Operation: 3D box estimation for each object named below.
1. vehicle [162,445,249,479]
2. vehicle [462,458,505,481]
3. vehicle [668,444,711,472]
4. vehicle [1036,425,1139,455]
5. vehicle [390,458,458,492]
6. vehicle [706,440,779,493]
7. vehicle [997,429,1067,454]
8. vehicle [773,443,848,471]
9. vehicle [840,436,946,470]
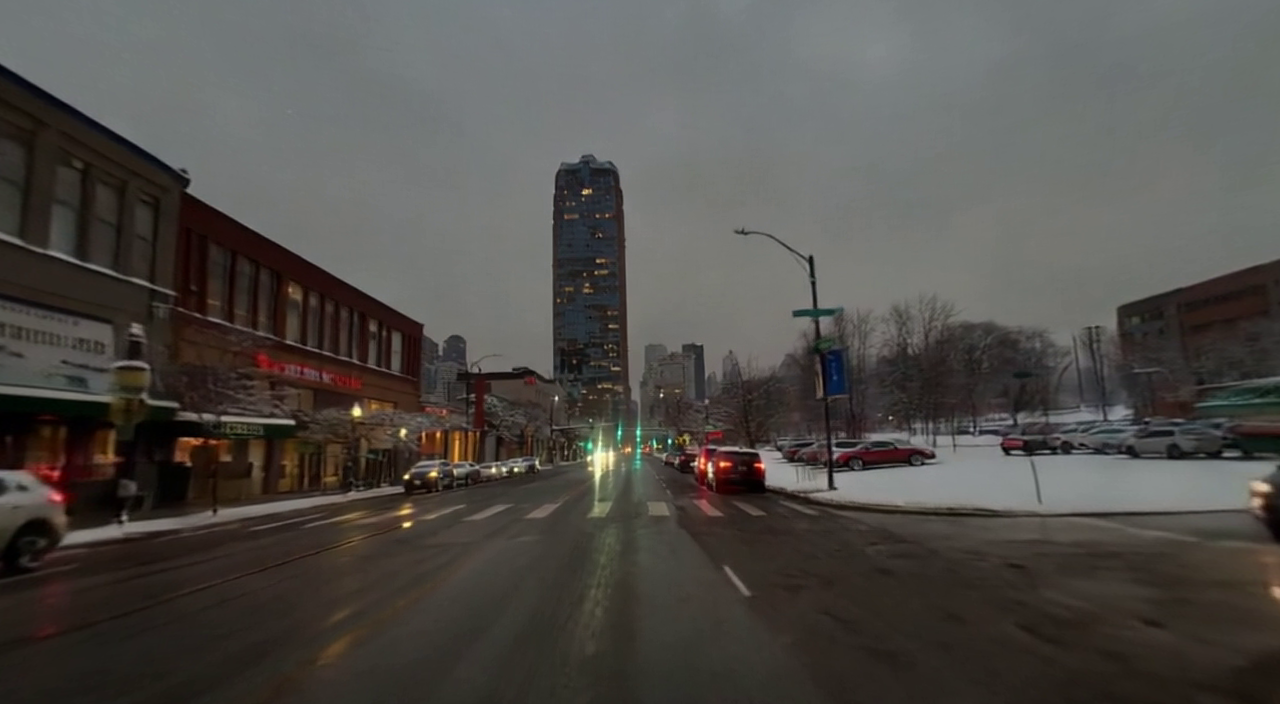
[{"bbox_3d":[-22.525,5.697,32.973,1.778,1.639,4.019,0,-9,-3],"label":"vehicle"},{"bbox_3d":[-10.945,8.241,44.490,1.861,1.473,4.633,0,-9,-1],"label":"vehicle"},{"bbox_3d":[3.536,7.747,46.562,2.492,1.909,5.830,0,-9,-2],"label":"vehicle"},{"bbox_3d":[27.134,5.368,38.428,4.579,1.735,2.092,0,-9,0],"label":"vehicle"},{"bbox_3d":[-10.996,6.270,32.544,2.018,1.553,4.407,0,-9,-1],"label":"vehicle"},{"bbox_3d":[3.791,4.334,24.307,2.118,1.779,5.121,0,-9,2],"label":"vehicle"},{"bbox_3d":[26.961,6.123,43.496,3.666,1.448,1.639,-3,-6,1],"label":"vehicle"},{"bbox_3d":[10.435,6.412,38.811,4.018,1.645,1.875,1,-9,-4],"label":"vehicle"},{"bbox_3d":[13.512,5.446,33.968,4.732,1.746,2.141,0,-9,2],"label":"vehicle"}]
